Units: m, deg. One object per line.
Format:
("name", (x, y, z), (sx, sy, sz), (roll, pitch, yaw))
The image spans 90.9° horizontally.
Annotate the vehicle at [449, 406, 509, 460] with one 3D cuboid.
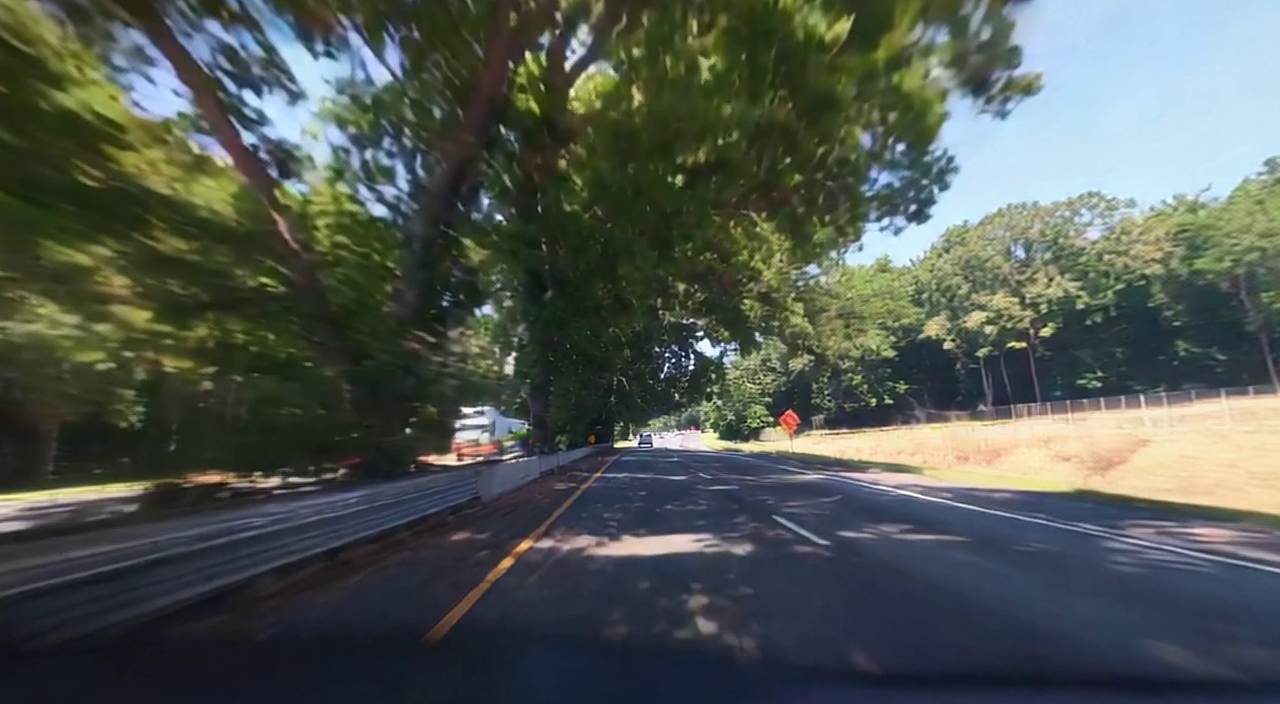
("vehicle", (-12.248, 6.275, 48.598), (2.972, 3.853, 5.744), (0, -8, 1))
